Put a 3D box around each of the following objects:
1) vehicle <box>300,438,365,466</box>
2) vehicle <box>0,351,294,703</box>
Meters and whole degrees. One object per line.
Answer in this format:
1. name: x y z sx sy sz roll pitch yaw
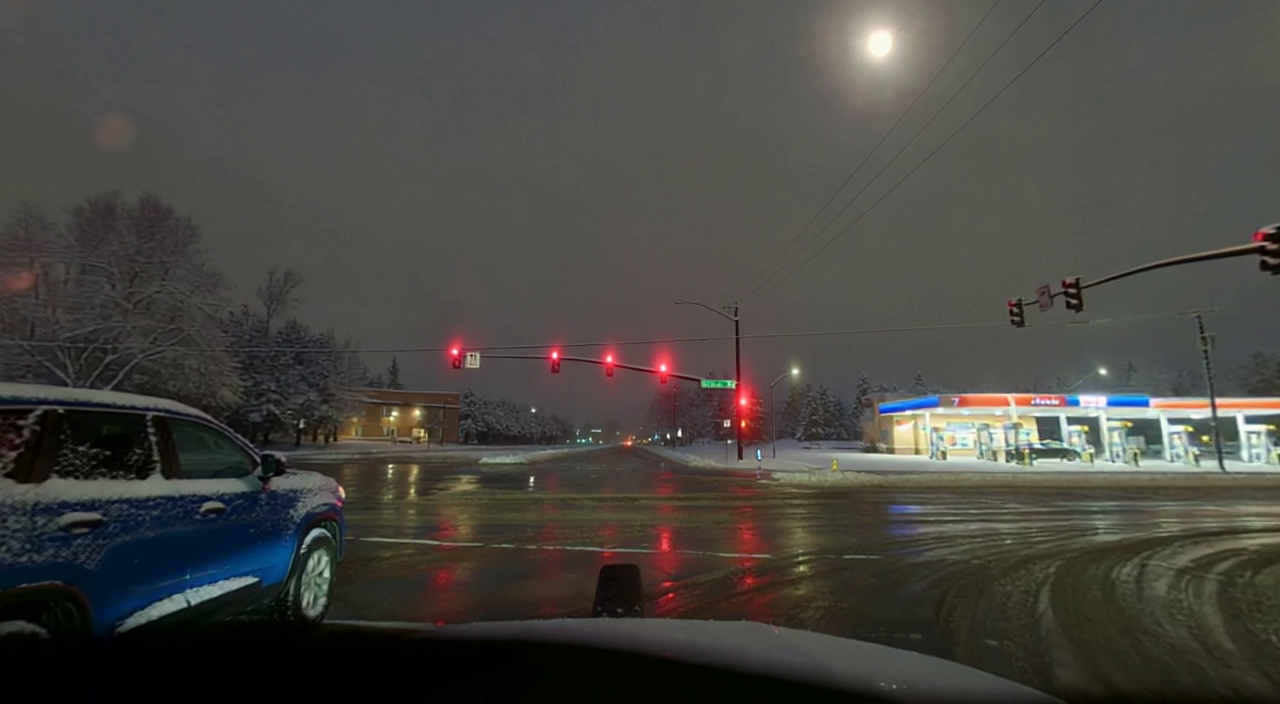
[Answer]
1. vehicle: -20.459 6.679 42.144 2.004 1.699 4.486 0 -9 1
2. vehicle: -3.421 0.803 2.046 2.053 1.690 4.364 0 -9 1
